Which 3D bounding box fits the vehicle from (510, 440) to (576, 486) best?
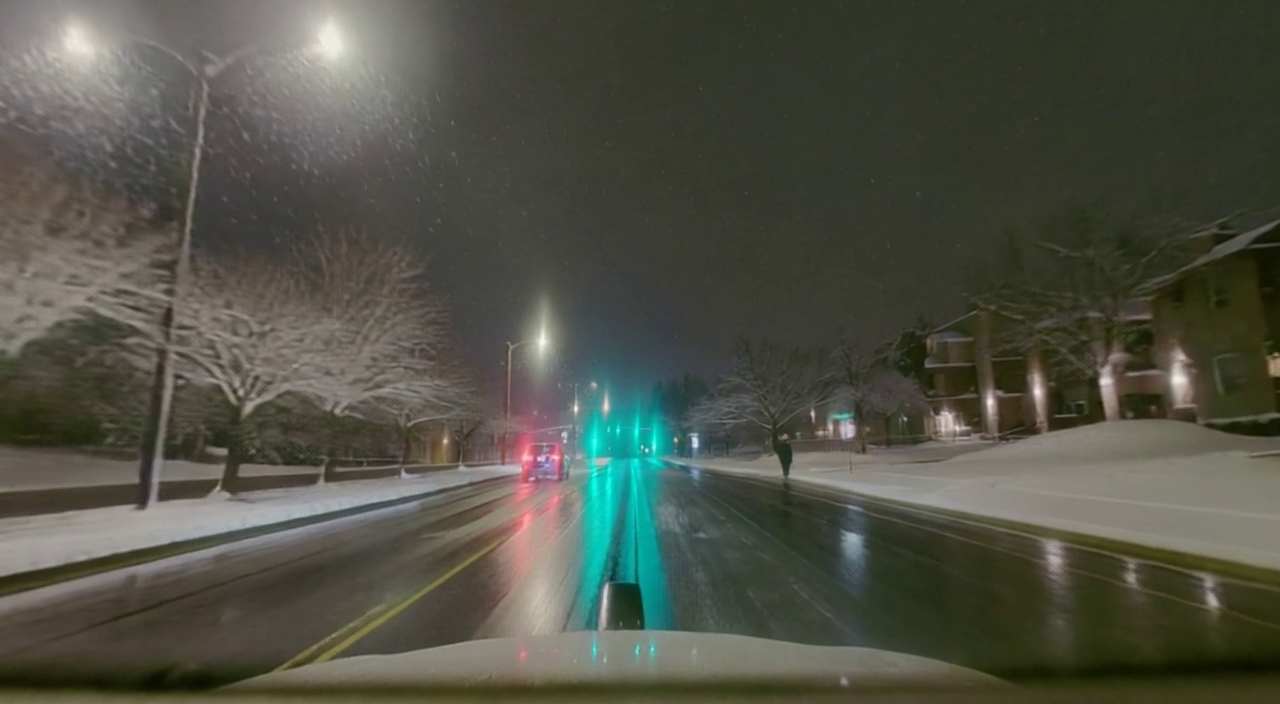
[{"bbox_3d":[-3.941,4.581,26.422,1.993,1.733,4.262,0,-8,1],"label":"vehicle"}]
